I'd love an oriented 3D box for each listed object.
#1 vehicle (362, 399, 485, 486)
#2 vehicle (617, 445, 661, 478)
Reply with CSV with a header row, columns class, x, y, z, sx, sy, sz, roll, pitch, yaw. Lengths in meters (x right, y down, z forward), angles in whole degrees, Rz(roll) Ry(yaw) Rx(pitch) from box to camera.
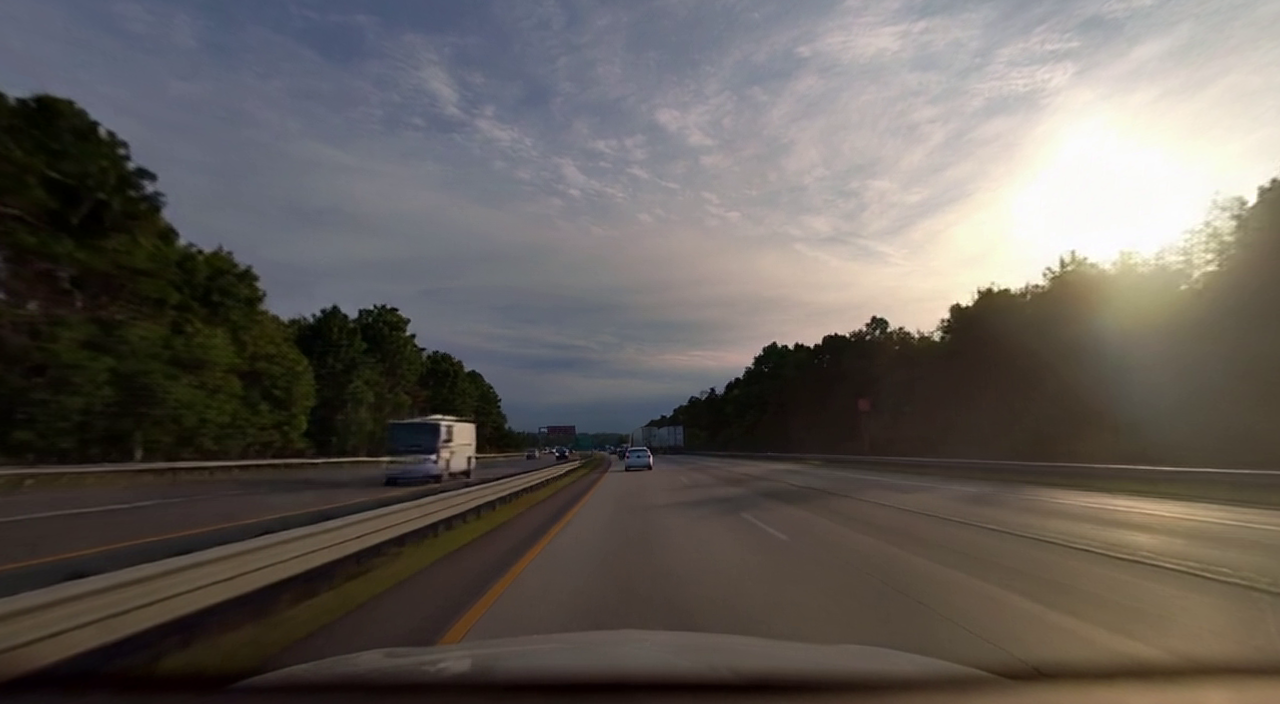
class,x,y,z,sx,sy,sz,roll,pitch,yaw
vehicle,-8.235,3.619,25.047,2.286,2.908,7.241,0,-9,0
vehicle,-0.081,5.457,31.589,2.069,1.523,4.012,0,-9,-1
